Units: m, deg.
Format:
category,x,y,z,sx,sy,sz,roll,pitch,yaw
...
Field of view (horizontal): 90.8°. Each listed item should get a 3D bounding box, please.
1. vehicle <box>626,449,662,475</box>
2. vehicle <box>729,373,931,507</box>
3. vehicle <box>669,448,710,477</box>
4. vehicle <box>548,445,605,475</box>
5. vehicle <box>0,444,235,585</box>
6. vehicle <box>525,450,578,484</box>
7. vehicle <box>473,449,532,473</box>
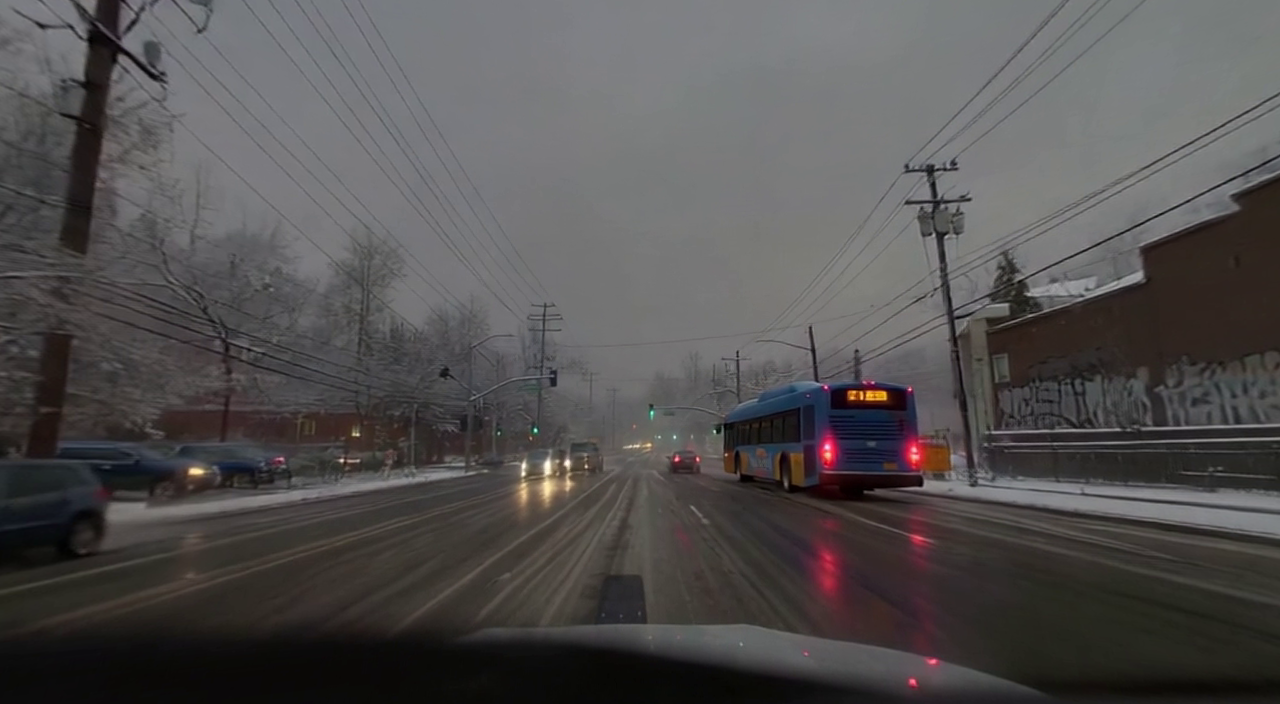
category,x,y,z,sx,sy,sz,roll,pitch,yaw
vehicle,0.184,6.719,38.882,2.016,1.464,4.089,0,-8,-3
vehicle,5.795,3.188,22.708,3.045,3.447,12.604,0,-8,-1
vehicle,2.702,6.162,35.369,1.961,1.470,4.196,0,-8,-1
vehicle,-4.105,7.083,41.719,2.076,1.815,4.464,-3,-9,19
vehicle,-8.615,2.244,9.601,2.017,1.659,4.405,0,-8,-1
vehicle,-4.250,5.589,31.060,1.915,1.452,4.654,0,-8,0
vehicle,-10.854,8.557,49.698,4.699,1.750,2.132,-7,-11,40
